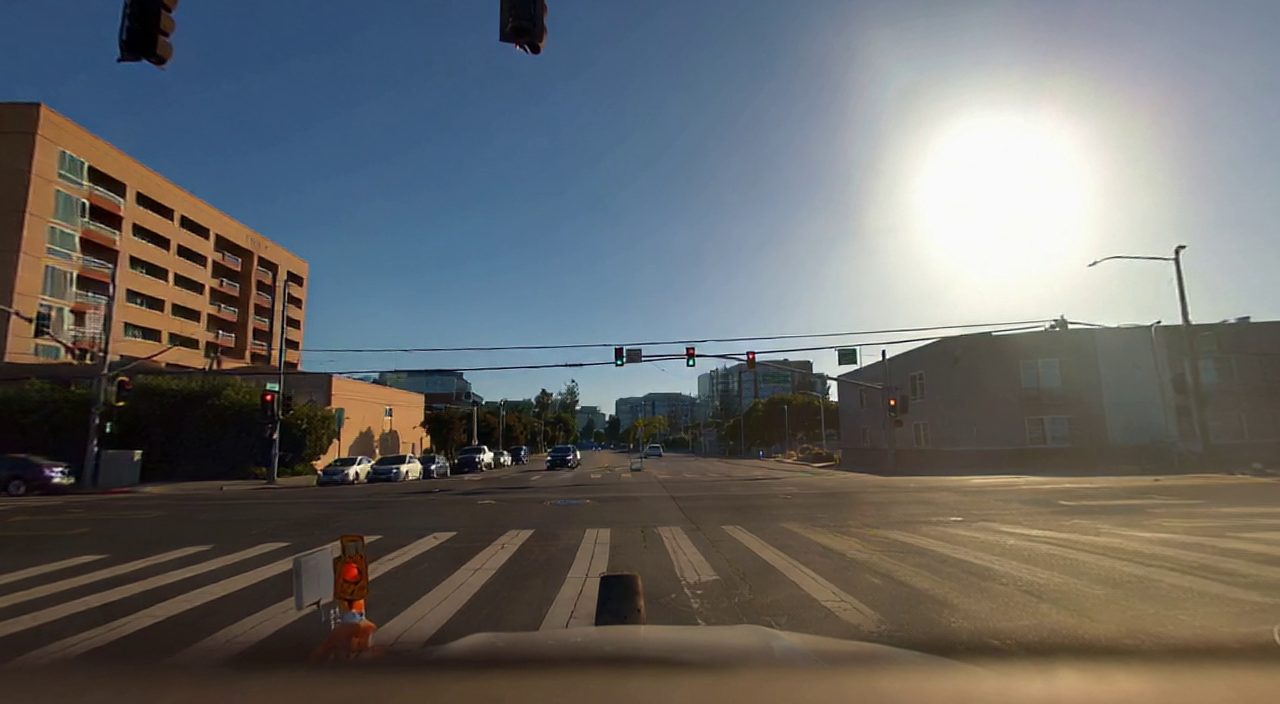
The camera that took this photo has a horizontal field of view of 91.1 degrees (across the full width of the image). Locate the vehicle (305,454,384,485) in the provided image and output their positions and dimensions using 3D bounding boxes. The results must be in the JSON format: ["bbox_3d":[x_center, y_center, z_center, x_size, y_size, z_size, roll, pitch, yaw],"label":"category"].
[{"bbox_3d":[-16.094,6.382,34.497,2.055,1.506,4.663,0,-9,-1],"label":"vehicle"}]

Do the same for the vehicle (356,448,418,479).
[{"bbox_3d":[-16.183,7.106,40.443,1.960,1.819,5.018,0,-9,-1],"label":"vehicle"}]

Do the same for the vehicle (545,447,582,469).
[{"bbox_3d":[-5.693,7.932,47.162,2.154,1.501,4.416,0,-9,0],"label":"vehicle"}]
